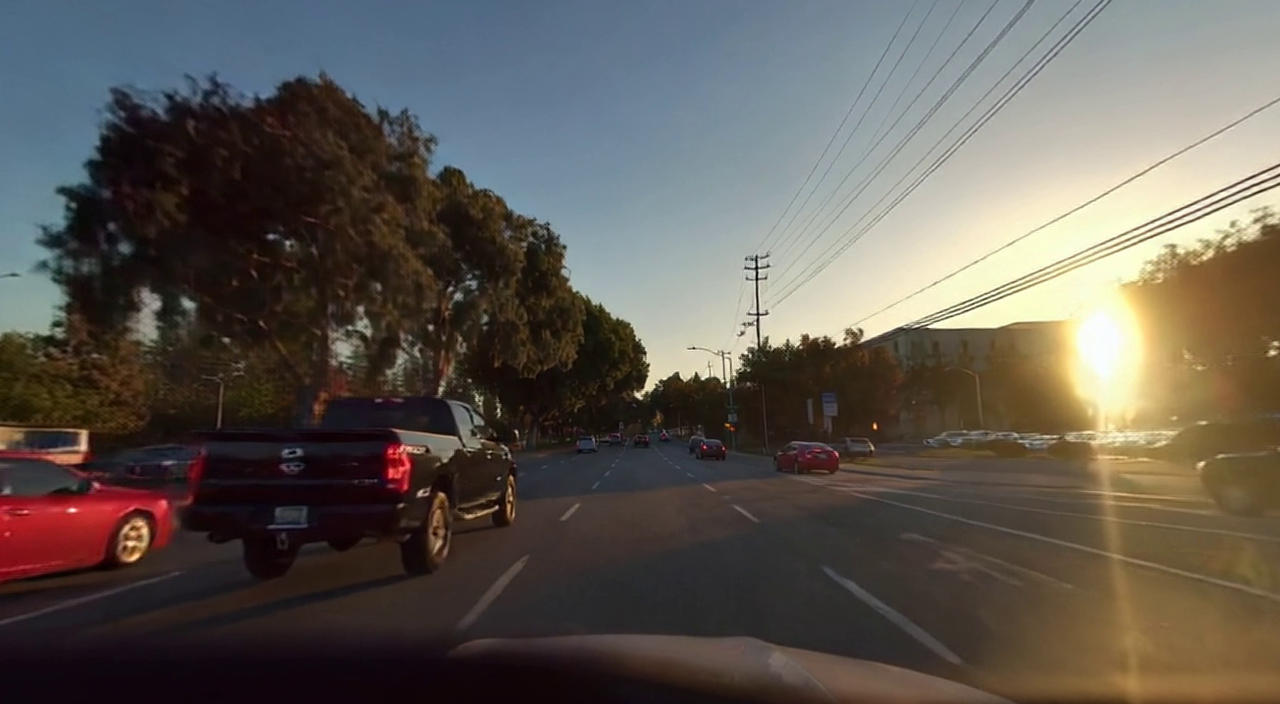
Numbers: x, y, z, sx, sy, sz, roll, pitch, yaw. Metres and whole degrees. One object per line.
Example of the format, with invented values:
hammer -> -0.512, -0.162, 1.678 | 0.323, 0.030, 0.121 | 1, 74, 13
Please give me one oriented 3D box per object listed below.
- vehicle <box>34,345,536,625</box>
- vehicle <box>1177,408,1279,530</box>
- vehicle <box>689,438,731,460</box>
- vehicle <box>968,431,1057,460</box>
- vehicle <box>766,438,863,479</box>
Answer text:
vehicle -> -3.025, 1.384, 7.609 | 2.467, 1.991, 6.089 | 0, -8, 0
vehicle -> 10.706, 1.540, 8.219 | 2.150, 1.735, 5.106 | 3, -9, -21
vehicle -> 4.714, 6.616, 43.249 | 2.071, 1.435, 4.226 | 0, -8, -4
vehicle -> 22.420, 5.644, 38.189 | 1.860, 1.597, 4.261 | 4, -9, -24
vehicle -> 6.730, 4.150, 24.948 | 1.840, 1.428, 4.602 | 1, -9, -10
